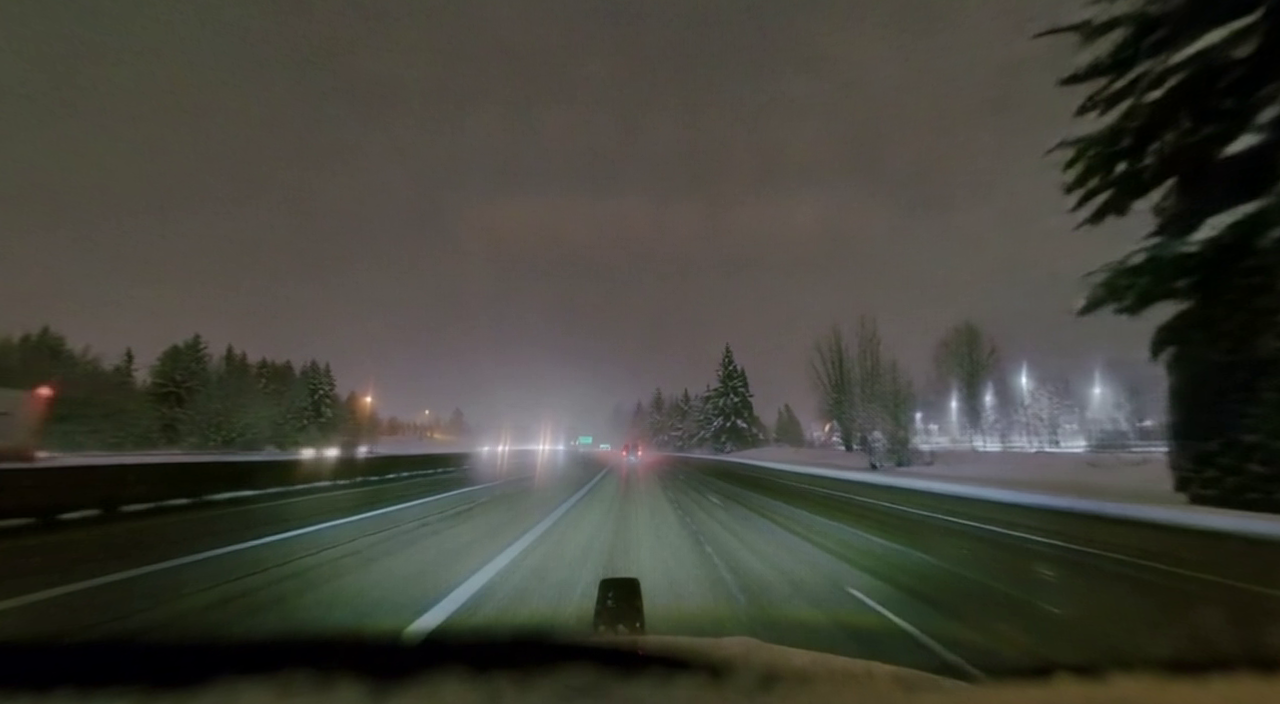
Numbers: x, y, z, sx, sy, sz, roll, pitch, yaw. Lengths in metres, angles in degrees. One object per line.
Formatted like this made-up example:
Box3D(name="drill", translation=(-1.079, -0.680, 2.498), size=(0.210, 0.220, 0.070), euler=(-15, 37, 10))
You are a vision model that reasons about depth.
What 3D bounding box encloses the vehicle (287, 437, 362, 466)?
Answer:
Box3D(name="vehicle", translation=(-17.173, 5.432, 34.561), size=(1.856, 1.447, 4.302), euler=(0, -9, 0))
